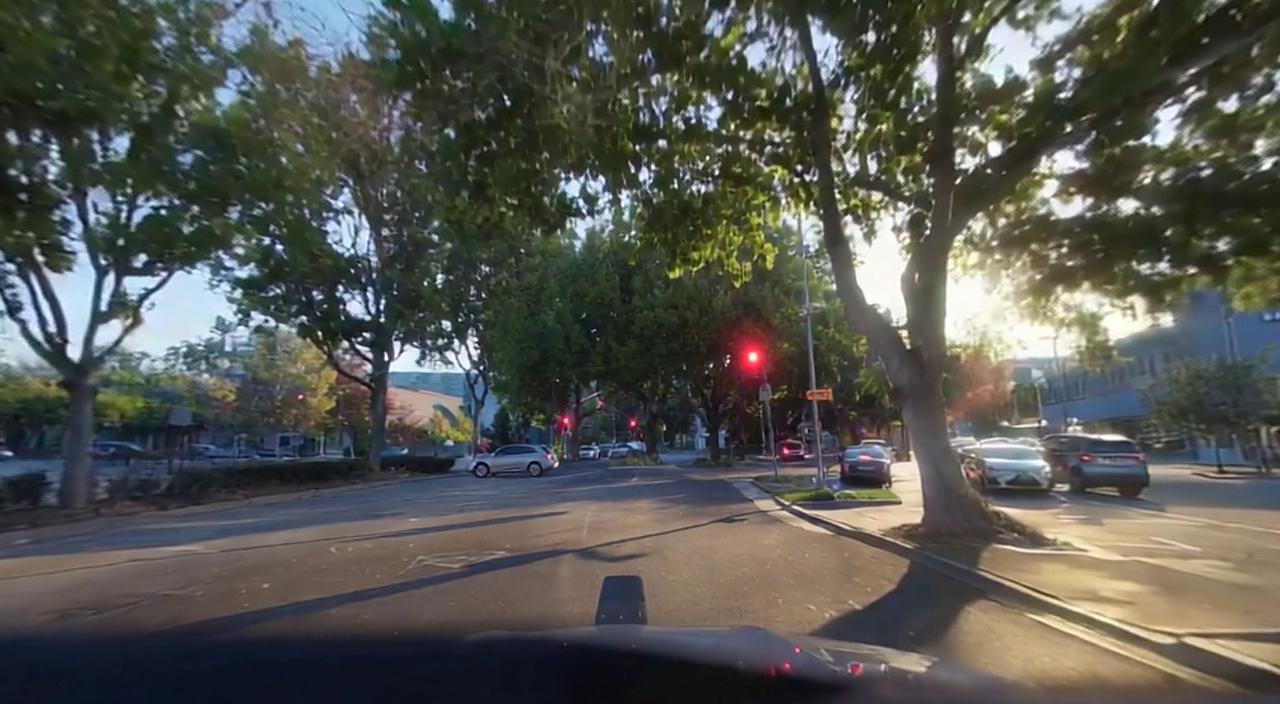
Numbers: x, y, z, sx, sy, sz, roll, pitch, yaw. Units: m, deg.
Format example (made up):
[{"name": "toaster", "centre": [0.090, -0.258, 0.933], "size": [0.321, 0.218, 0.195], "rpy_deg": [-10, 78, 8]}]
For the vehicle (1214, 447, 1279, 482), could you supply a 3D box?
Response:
[{"name": "vehicle", "centre": [28.576, 5.040, 28.665], "size": [1.933, 1.463, 4.578], "rpy_deg": [-3, -9, 19]}]

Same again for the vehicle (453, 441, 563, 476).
[{"name": "vehicle", "centre": [-5.772, 4.690, 27.996], "size": [4.376, 1.476, 1.791], "rpy_deg": [-1, -9, 5]}]

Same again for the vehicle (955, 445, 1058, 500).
[{"name": "vehicle", "centre": [12.001, 3.903, 21.048], "size": [2.031, 1.592, 4.470], "rpy_deg": [-3, -9, 18]}]

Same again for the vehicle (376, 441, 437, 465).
[{"name": "vehicle", "centre": [-18.235, 7.939, 49.672], "size": [2.082, 1.779, 4.841], "rpy_deg": [-2, -9, 13]}]

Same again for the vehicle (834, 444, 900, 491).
[{"name": "vehicle", "centre": [7.878, 3.993, 22.270], "size": [1.867, 1.479, 4.452], "rpy_deg": [-2, -9, 16]}]

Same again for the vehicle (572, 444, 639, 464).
[{"name": "vehicle", "centre": [-2.669, 7.982, 49.589], "size": [4.792, 1.468, 2.116], "rpy_deg": [-2, -9, 16]}]

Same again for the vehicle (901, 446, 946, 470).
[{"name": "vehicle", "centre": [17.538, 6.570, 39.257], "size": [1.936, 1.391, 3.874], "rpy_deg": [-2, -9, 15]}]

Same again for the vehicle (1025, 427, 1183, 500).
[{"name": "vehicle", "centre": [14.283, 3.465, 19.982], "size": [2.265, 1.919, 5.745], "rpy_deg": [-4, -9, 18]}]
